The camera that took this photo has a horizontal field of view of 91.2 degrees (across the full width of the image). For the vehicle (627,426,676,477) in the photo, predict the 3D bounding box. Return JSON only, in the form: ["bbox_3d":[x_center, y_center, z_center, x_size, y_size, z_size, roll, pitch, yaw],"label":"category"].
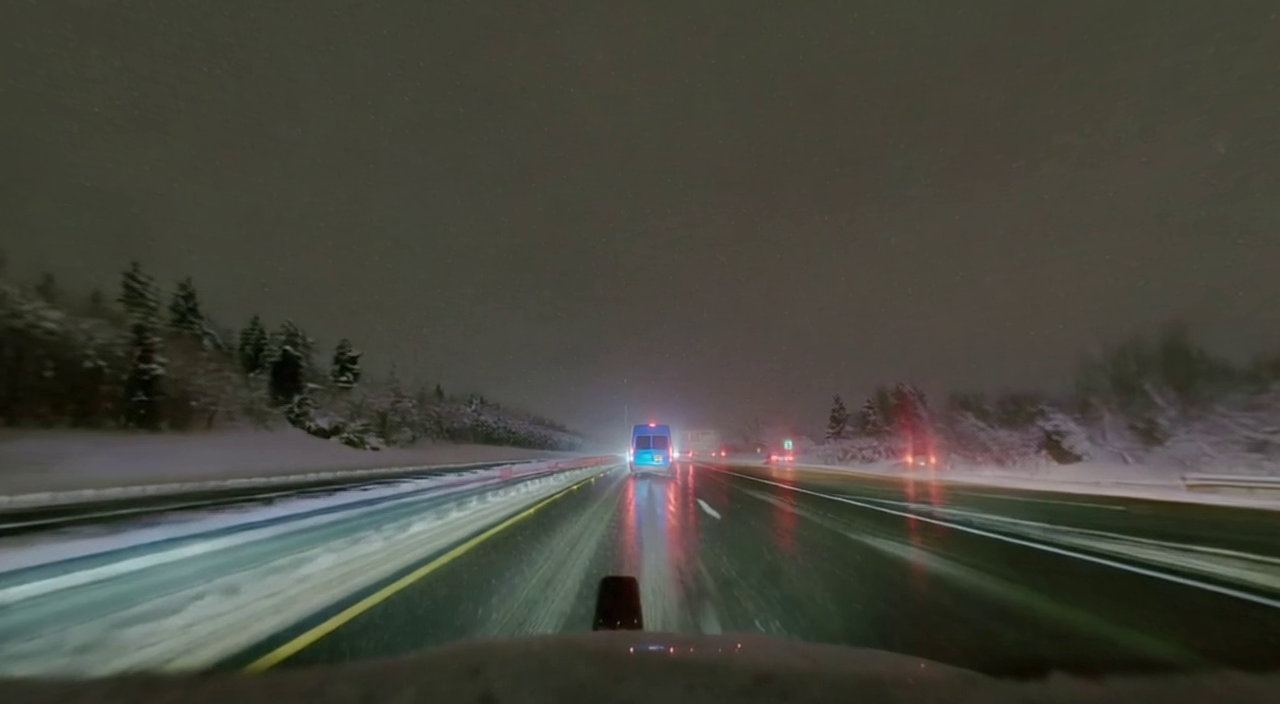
[{"bbox_3d":[0.639,5.623,35.524,2.560,2.598,5.581,-1,-9,1],"label":"vehicle"}]
